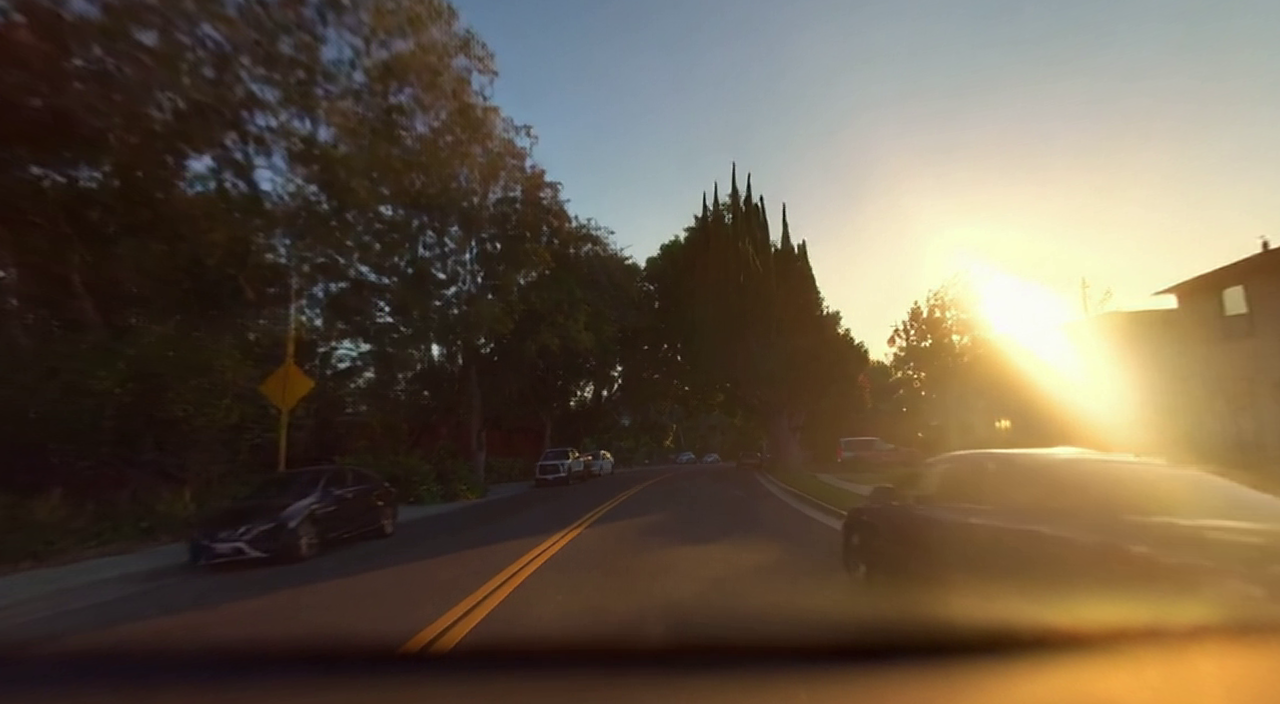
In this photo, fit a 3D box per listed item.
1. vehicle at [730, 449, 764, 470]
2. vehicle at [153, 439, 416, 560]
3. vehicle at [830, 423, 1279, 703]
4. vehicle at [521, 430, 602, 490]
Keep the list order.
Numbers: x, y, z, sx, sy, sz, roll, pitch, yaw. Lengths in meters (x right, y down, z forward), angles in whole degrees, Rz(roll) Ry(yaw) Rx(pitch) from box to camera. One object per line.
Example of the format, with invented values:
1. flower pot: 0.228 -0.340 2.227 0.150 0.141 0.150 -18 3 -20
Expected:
1. vehicle: 7.887 7.860 46.204 1.948 1.408 4.345 -3 -9 16
2. vehicle: -5.665 2.582 10.870 2.005 1.557 4.172 -3 -15 1
3. vehicle: 2.871 1.272 4.095 1.972 1.460 4.137 -1 -9 0
4. vehicle: -3.676 5.396 30.774 2.334 2.126 6.444 -6 -16 6
